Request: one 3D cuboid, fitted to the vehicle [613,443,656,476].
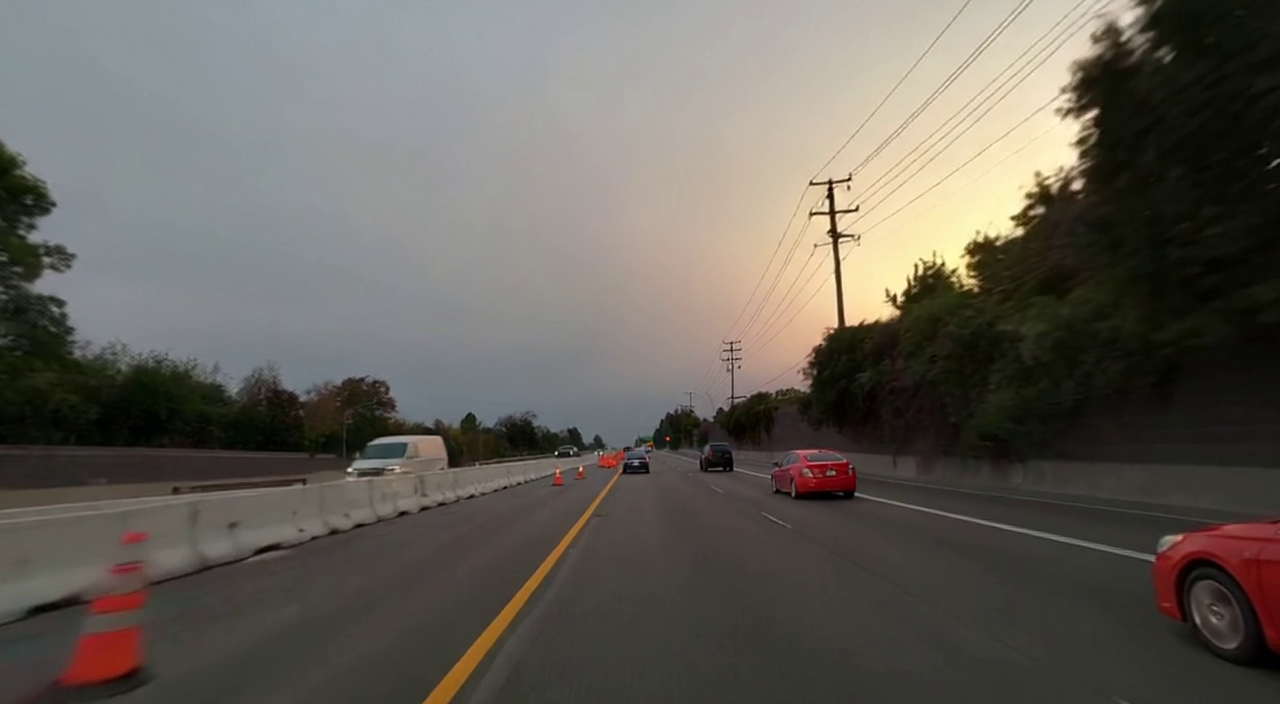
[{"bbox_3d":[-0.244,5.482,32.471,2.096,1.583,4.150,0,-8,1],"label":"vehicle"}]

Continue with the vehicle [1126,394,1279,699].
[{"bbox_3d":[4.320,0.820,1.964,1.997,1.568,4.529,0,-8,0],"label":"vehicle"}]

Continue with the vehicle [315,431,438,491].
[{"bbox_3d":[-8.758,3.658,21.535,2.066,1.811,4.683,0,-8,2],"label":"vehicle"}]

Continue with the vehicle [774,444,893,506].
[{"bbox_3d":[4.920,3.166,16.688,1.881,1.409,4.016,0,-8,0],"label":"vehicle"}]

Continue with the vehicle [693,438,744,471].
[{"bbox_3d":[4.929,6.557,40.492,2.559,1.943,5.610,0,-8,1],"label":"vehicle"}]
